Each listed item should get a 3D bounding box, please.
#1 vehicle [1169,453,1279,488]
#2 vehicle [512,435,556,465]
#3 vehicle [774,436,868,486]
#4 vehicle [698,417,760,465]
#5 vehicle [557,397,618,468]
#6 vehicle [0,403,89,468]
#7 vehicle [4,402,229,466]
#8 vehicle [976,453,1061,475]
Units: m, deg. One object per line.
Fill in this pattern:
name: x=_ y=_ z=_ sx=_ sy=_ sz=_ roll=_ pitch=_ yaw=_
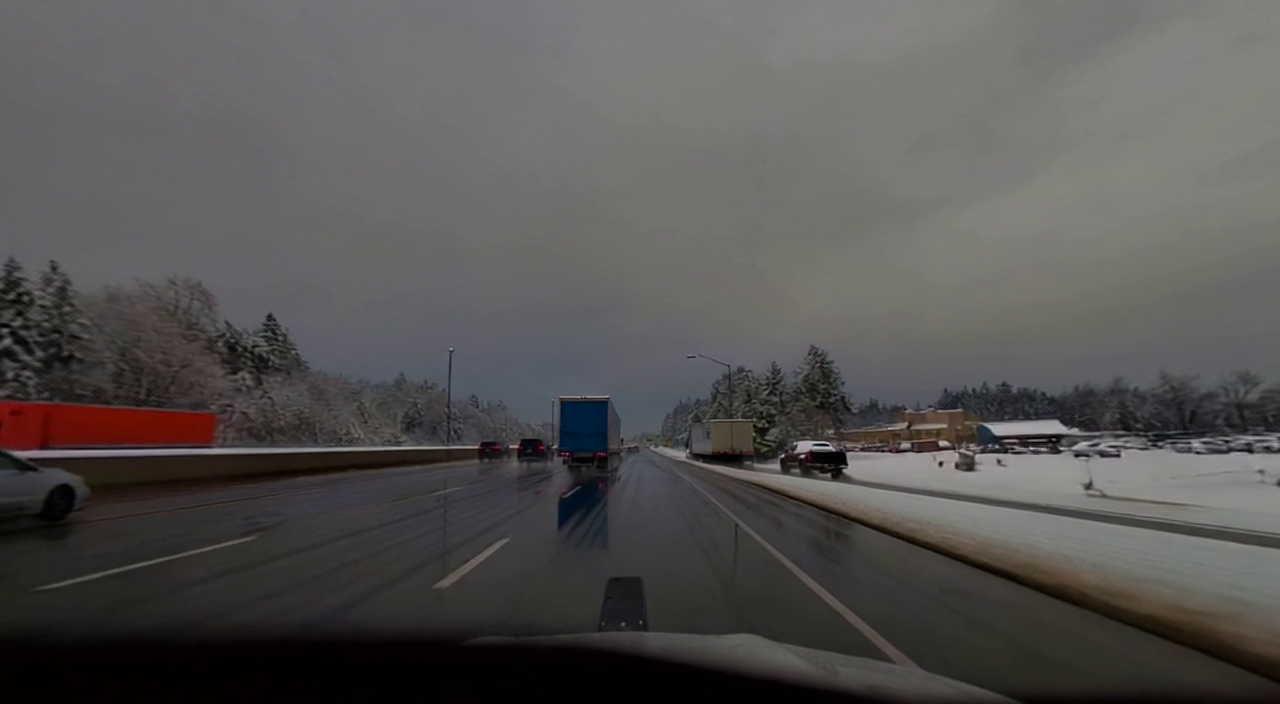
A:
vehicle: x=27.261 y=5.393 z=28.877 sx=4.388 sy=1.500 sz=1.913 roll=0 pitch=-8 yaw=-4
vehicle: x=-6.914 y=6.440 z=41.500 sx=2.058 sy=1.840 sz=4.443 roll=0 pitch=-8 yaw=1
vehicle: x=6.740 y=4.094 z=24.023 sx=2.083 sy=1.706 sz=4.129 roll=0 pitch=-8 yaw=-4
vehicle: x=6.453 y=6.722 z=47.499 sx=2.960 sy=3.202 sz=9.112 roll=0 pitch=-8 yaw=-2
vehicle: x=-3.238 y=5.538 z=42.759 sx=2.905 sy=4.037 sz=12.921 roll=0 pitch=-8 yaw=1
vehicle: x=-36.644 y=4.896 z=36.668 sx=2.996 sy=3.563 sz=6.592 roll=0 pitch=-8 yaw=1
vehicle: x=-36.567 y=6.046 z=45.749 sx=2.850 sy=3.832 sz=15.624 roll=0 pitch=-8 yaw=1
vehicle: x=26.857 y=7.953 z=44.817 sx=4.749 sy=1.482 sz=2.061 roll=0 pitch=-8 yaw=-4
